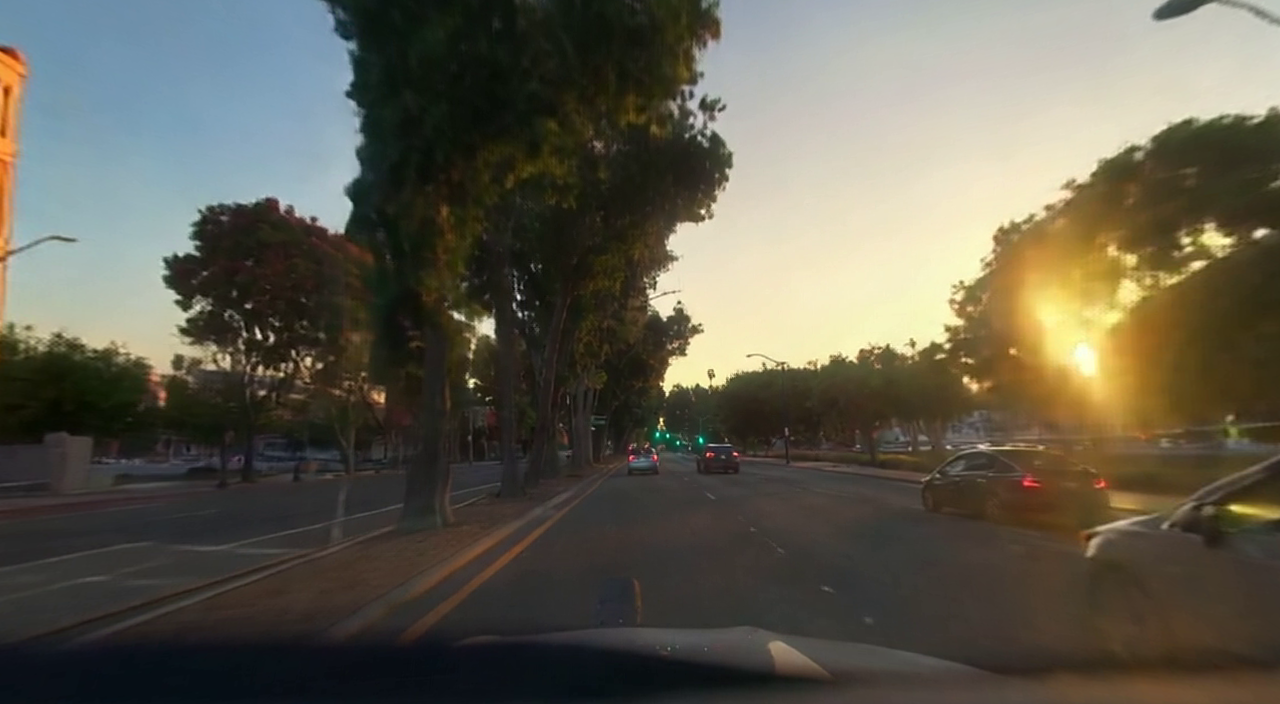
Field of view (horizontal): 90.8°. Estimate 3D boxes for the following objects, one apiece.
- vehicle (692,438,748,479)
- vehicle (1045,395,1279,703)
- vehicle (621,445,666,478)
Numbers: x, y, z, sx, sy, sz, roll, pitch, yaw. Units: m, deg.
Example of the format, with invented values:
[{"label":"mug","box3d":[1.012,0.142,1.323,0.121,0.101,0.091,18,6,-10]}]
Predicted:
[{"label":"vehicle","box3d":[3.721,5.050,30.152,2.036,1.757,4.300,0,-9,-1]},{"label":"vehicle","box3d":[3.778,0.898,2.363,1.937,1.538,3.832,0,-9,0]},{"label":"vehicle","box3d":[0.163,5.258,30.555,2.054,1.446,3.969,0,-9,0]}]
